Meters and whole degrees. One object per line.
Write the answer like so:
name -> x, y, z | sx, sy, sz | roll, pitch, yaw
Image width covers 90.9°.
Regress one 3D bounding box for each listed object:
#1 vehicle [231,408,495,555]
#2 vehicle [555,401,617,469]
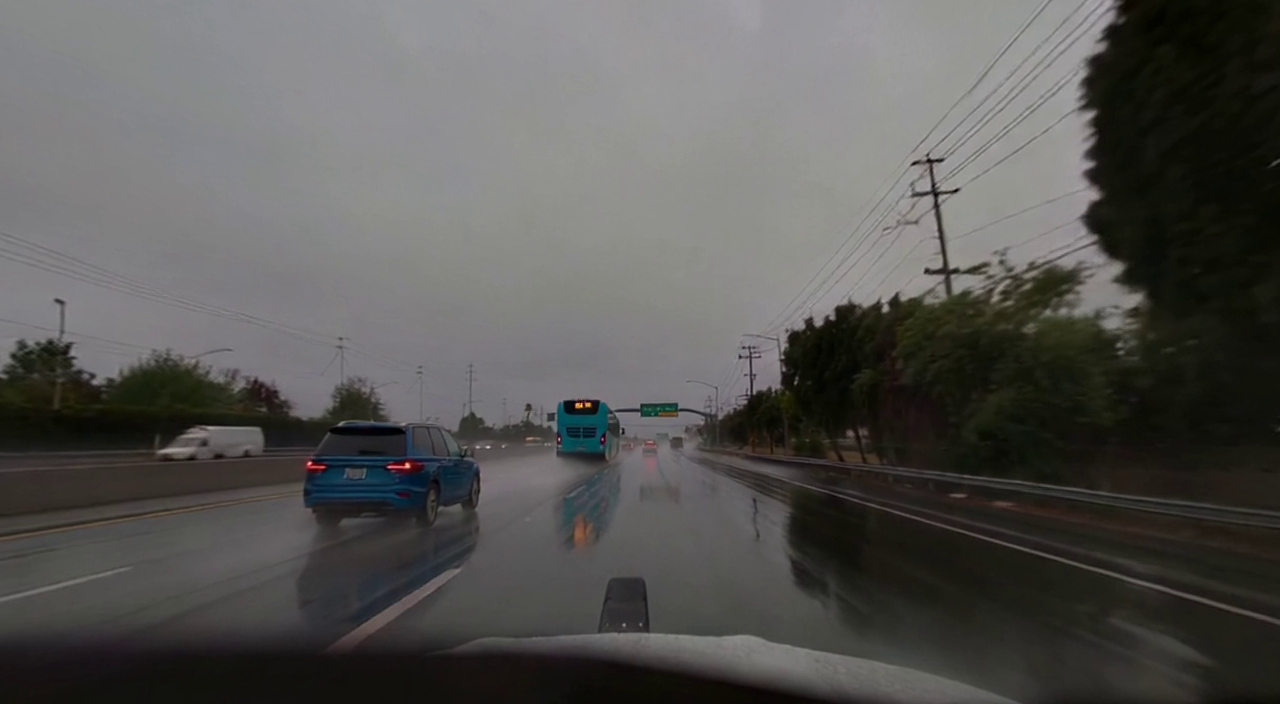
vehicle -> -3.779, 1.851, 9.651 | 2.021, 1.730, 4.223 | 0, -8, 1
vehicle -> -3.189, 5.453, 40.788 | 2.964, 3.735, 11.465 | 0, -8, 0
